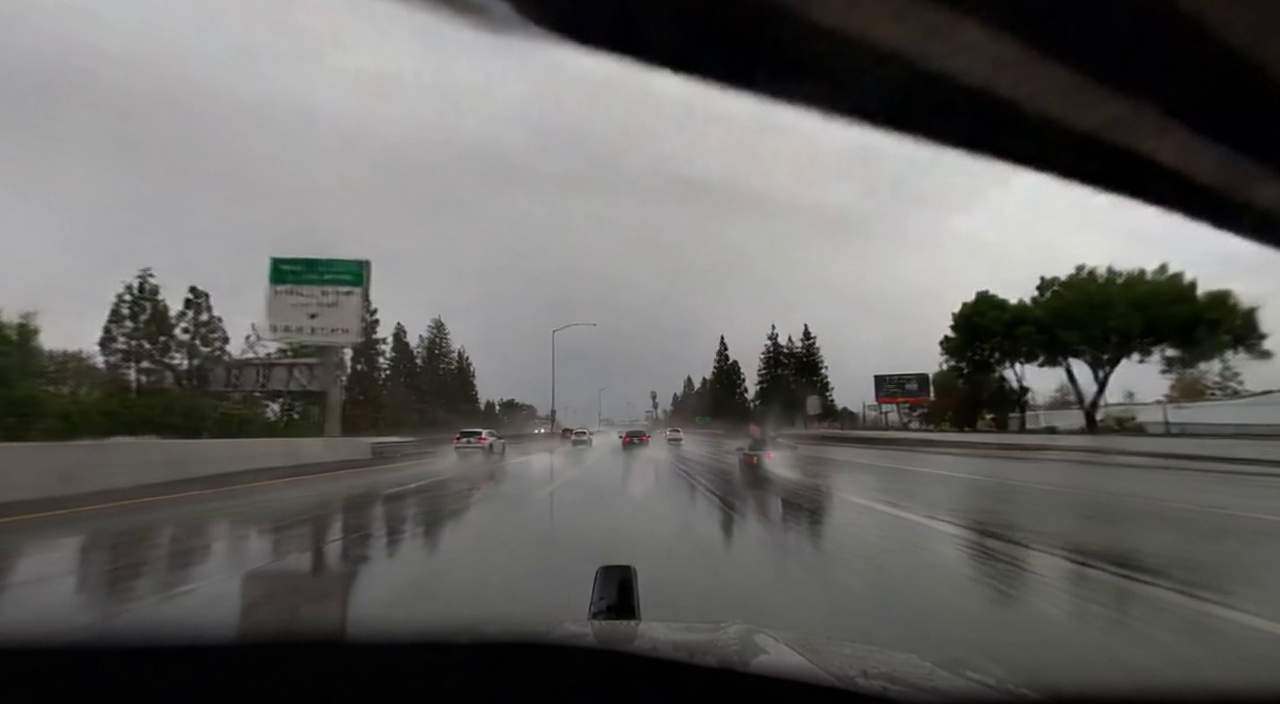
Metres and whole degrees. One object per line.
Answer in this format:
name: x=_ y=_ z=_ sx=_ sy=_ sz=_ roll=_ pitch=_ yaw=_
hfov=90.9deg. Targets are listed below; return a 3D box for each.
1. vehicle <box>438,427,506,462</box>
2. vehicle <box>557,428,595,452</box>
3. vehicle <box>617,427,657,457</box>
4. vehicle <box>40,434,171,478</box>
vehicle: x=-7.826 y=4.334 z=29.761 sx=2.009 sy=1.537 sz=4.449 roll=1 pitch=-8 yaw=0
vehicle: x=-4.228 y=5.901 z=42.244 sx=2.103 sy=1.512 sz=4.155 roll=0 pitch=-8 yaw=0
vehicle: x=-0.234 y=5.366 z=37.744 sx=2.240 sy=1.646 sz=4.949 roll=1 pitch=-8 yaw=-1
vehicle: x=-23.037 y=4.453 z=27.409 sx=1.955 sy=1.743 sz=4.293 roll=1 pitch=-8 yaw=-1
